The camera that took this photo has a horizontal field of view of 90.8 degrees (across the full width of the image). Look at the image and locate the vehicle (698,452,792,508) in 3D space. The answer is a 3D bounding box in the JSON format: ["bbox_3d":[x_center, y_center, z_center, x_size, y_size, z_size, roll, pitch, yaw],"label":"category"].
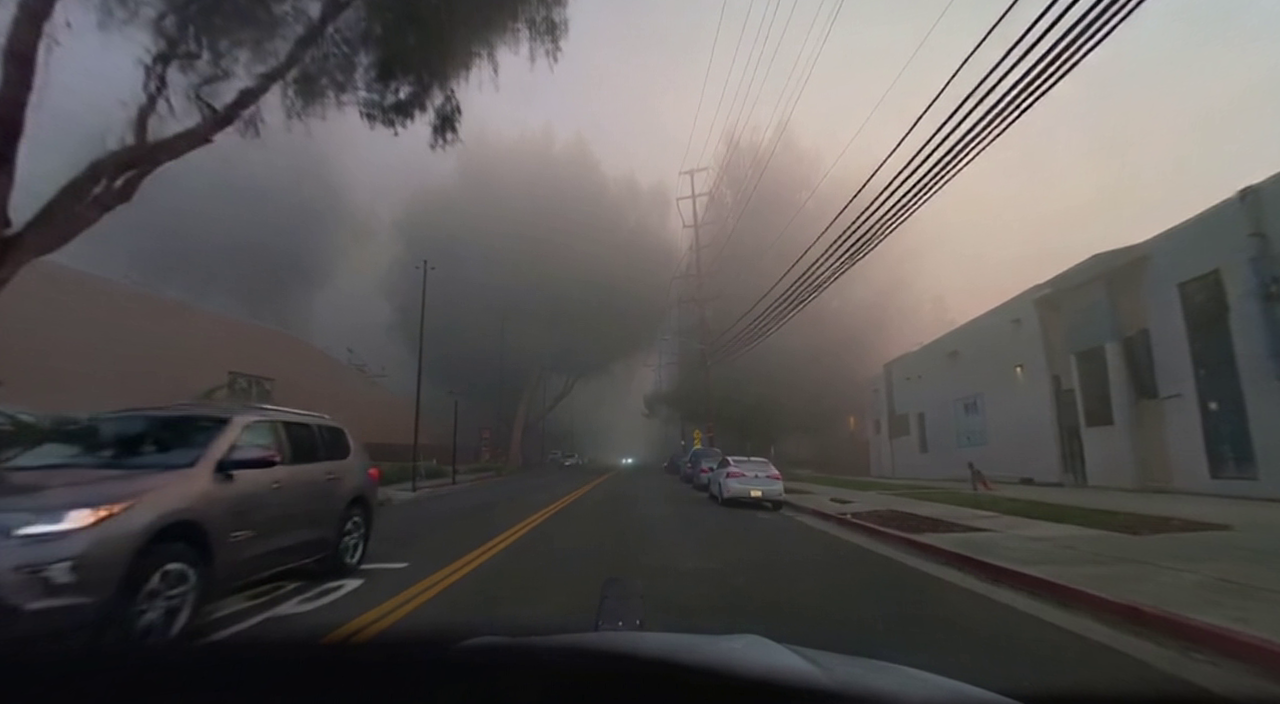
[{"bbox_3d":[2.909,3.632,18.370,1.877,1.373,3.854,0,-8,-3],"label":"vehicle"}]

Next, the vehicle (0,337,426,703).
[{"bbox_3d":[-4.048,1.242,5.721,2.495,1.966,4.846,0,-8,0],"label":"vehicle"}]
